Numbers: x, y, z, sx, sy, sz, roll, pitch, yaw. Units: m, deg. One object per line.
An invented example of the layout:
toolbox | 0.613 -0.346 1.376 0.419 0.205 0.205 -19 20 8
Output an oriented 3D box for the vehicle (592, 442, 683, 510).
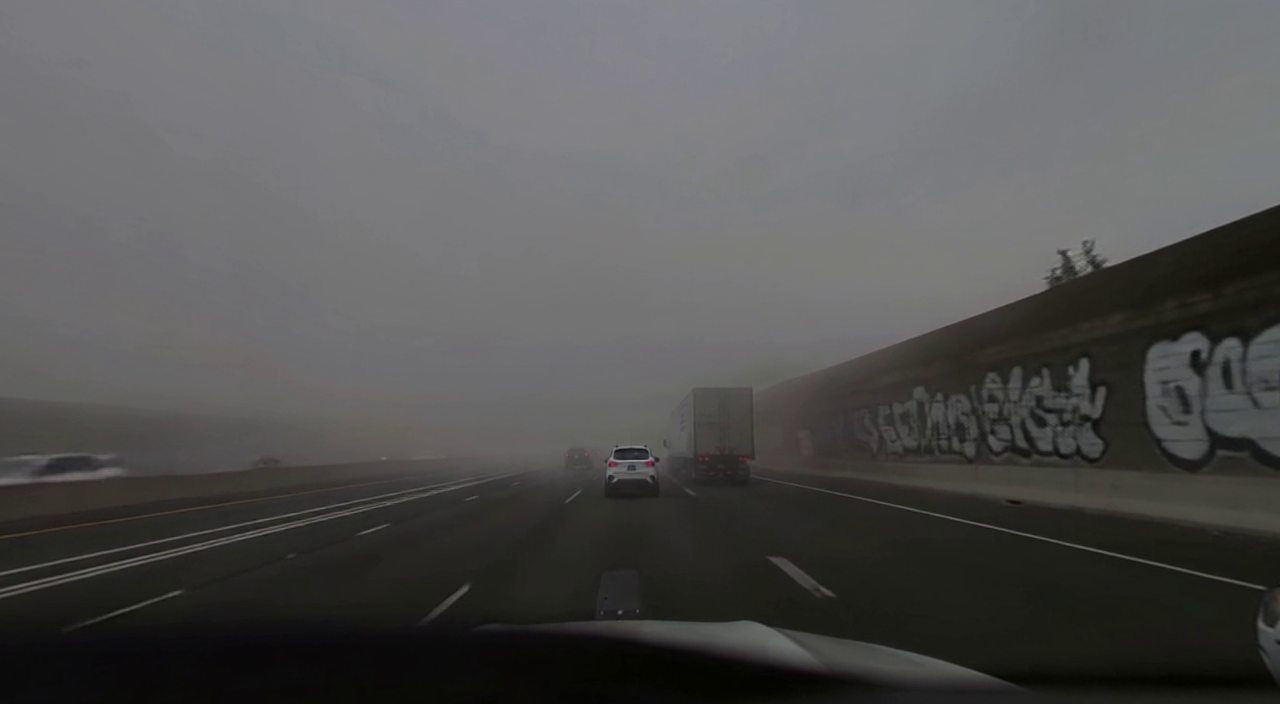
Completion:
vehicle | -0.114 3.092 16.175 2.033 1.468 4.015 0 -9 -1

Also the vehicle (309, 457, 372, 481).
vehicle | -21.013 8.211 44.346 2.070 1.453 4.840 0 -9 -1

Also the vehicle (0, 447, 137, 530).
vehicle | -12.469 2.580 12.079 1.927 1.477 4.508 0 -9 -1

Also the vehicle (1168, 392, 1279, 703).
vehicle | 3.424 0.602 0.406 1.996 1.497 4.754 0 -9 -1

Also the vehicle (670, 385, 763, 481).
vehicle | 3.560 4.467 33.677 2.902 4.014 14.446 0 -9 -1

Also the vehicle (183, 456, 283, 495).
vehicle | -17.200 5.222 26.811 1.704 1.435 3.861 0 -8 0

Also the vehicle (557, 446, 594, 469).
vehicle | -4.355 7.204 42.991 2.067 1.481 4.085 -1 -9 1

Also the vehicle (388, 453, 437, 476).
vehicle | -15.658 7.760 43.493 1.908 1.458 4.057 0 -9 -1
